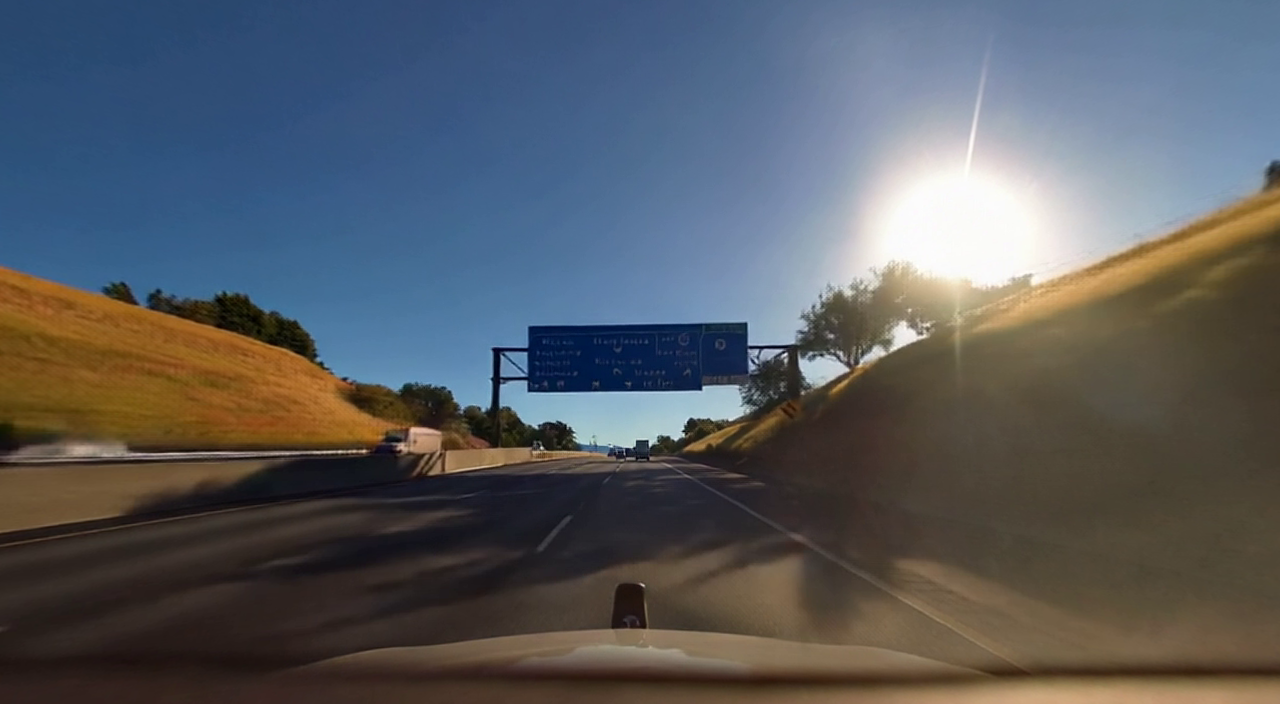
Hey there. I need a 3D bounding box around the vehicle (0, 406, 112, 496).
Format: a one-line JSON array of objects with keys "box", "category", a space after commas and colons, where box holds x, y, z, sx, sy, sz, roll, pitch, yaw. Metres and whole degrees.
[{"box": [-14.787, 2.171, 13.781, 2.059, 1.916, 5.094, 0, -9, -1], "category": "vehicle"}]
